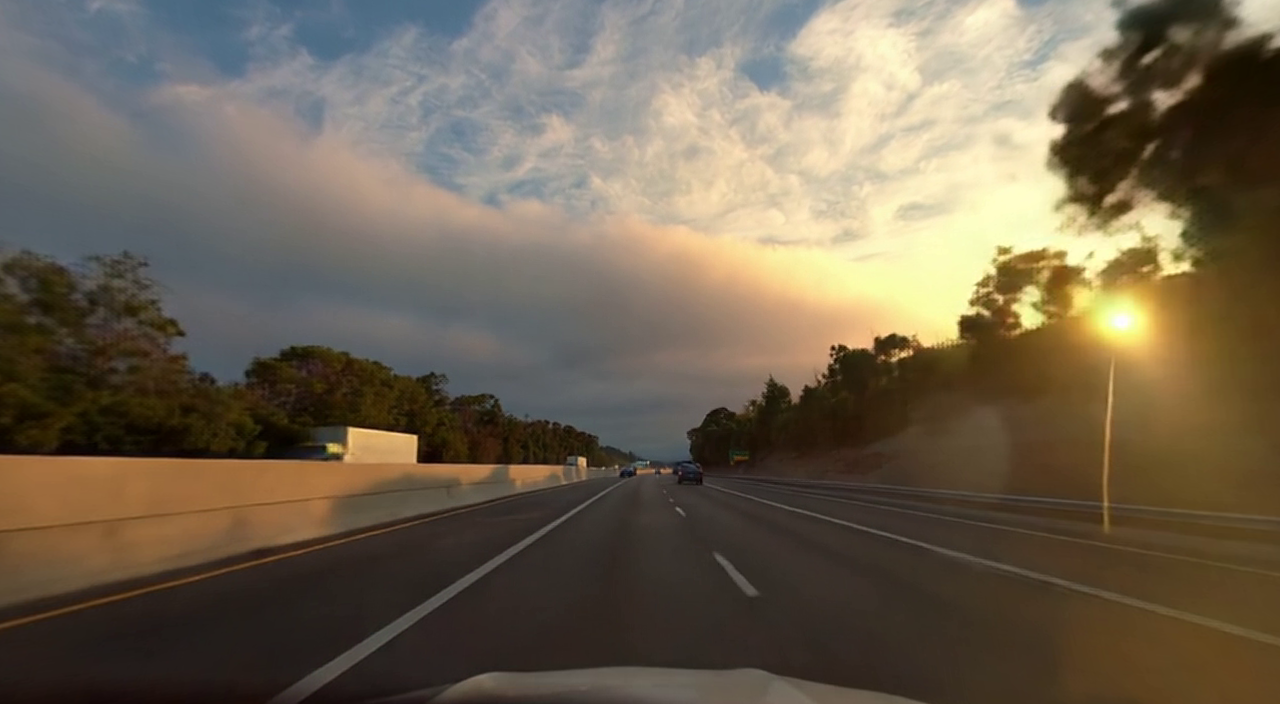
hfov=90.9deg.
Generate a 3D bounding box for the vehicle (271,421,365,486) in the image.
[{"bbox_3d":[-21.733,6.991,42.978,3.009,4.028,5.845,1,-10,1],"label":"vehicle"}]

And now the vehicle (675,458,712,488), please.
[{"bbox_3d":[3.615,8.304,43.398,2.093,1.933,4.623,1,-10,0],"label":"vehicle"}]
